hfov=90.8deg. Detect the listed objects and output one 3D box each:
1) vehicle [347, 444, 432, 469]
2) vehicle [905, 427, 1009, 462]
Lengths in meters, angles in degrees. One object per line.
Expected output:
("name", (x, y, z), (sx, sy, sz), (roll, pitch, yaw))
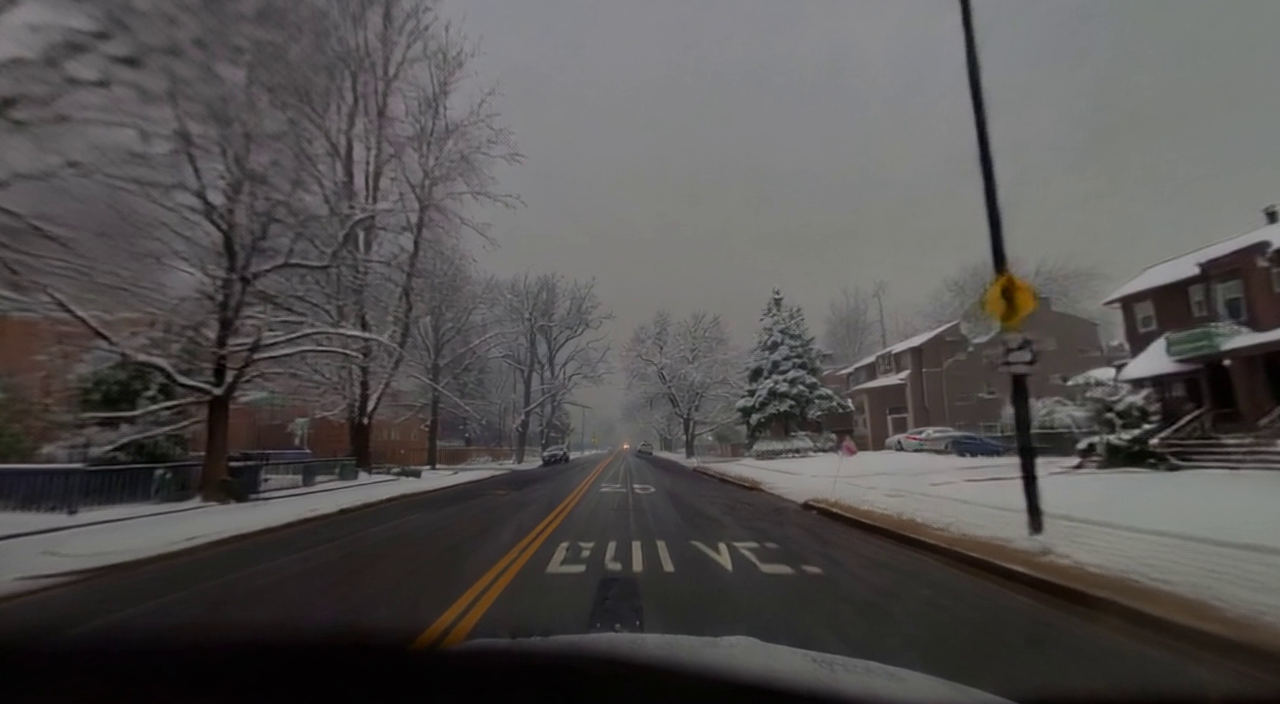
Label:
("vehicle", (-15.309, 6.416, 38.782), (4.388, 1.449, 1.882), (0, -9, -2))
("vehicle", (15.960, 4.667, 31.960), (4.198, 1.697, 1.984), (1, -9, -5))
